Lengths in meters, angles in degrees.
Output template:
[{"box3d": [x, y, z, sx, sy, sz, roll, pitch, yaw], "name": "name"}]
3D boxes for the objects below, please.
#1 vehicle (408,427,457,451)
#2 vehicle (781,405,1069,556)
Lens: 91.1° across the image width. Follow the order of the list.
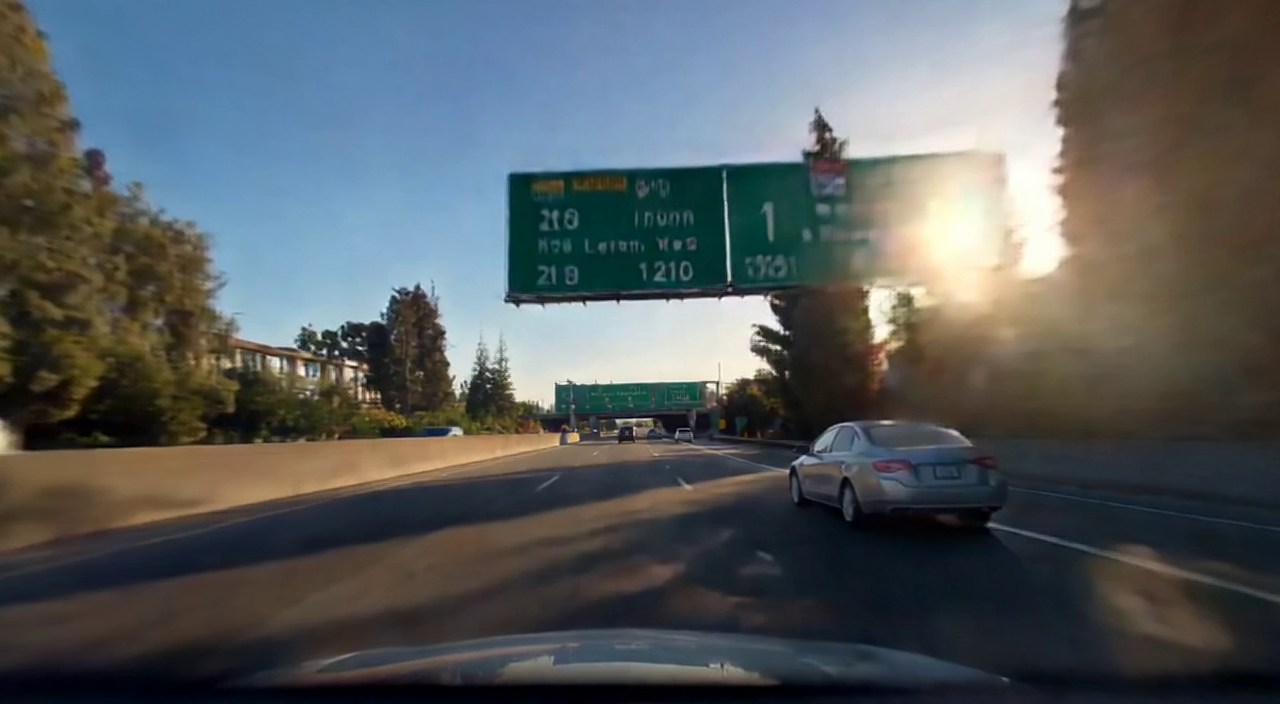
[{"box3d": [-13.727, 5.795, 41.850, 1.890, 1.543, 4.201, 0, -8, -1], "name": "vehicle"}, {"box3d": [3.438, 1.610, 8.605, 1.973, 1.563, 3.959, 0, -8, -2], "name": "vehicle"}]
